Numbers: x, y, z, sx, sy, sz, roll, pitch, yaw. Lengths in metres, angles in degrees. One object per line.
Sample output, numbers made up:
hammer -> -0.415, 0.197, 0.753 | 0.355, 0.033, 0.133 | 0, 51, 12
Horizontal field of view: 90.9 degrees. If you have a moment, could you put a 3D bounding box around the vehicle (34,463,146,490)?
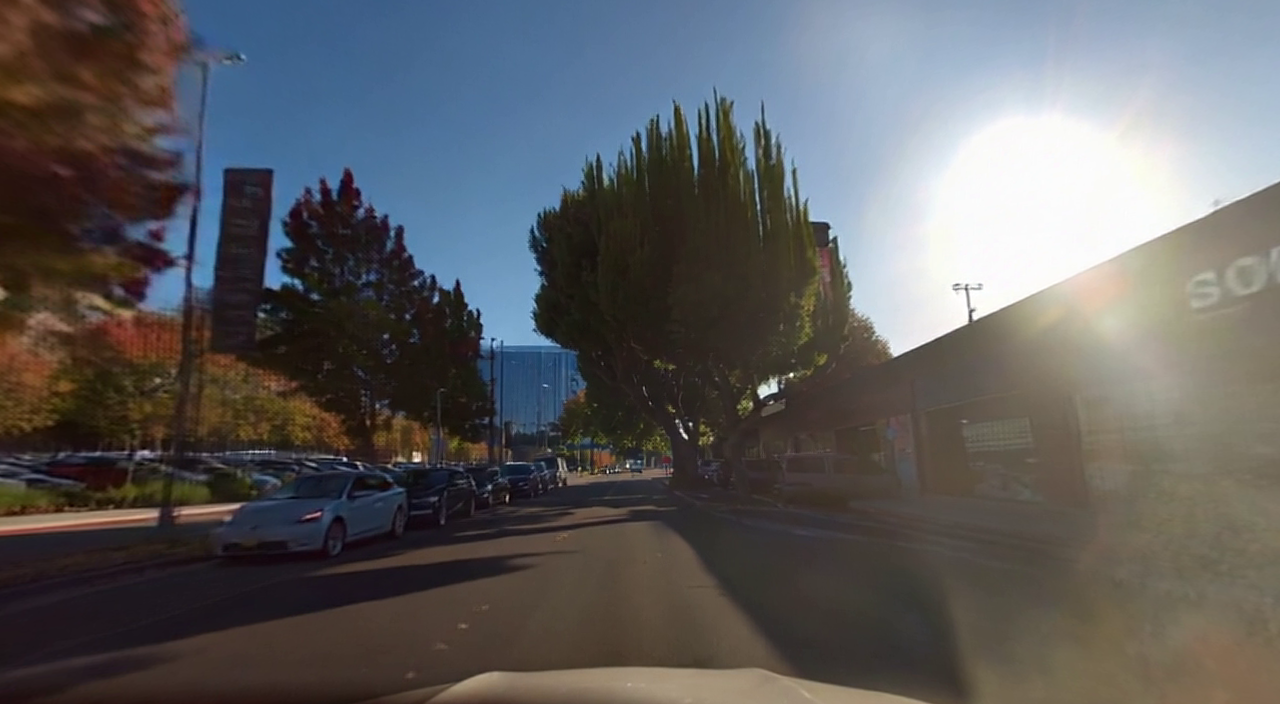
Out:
vehicle -> -31.639, 7.175, 36.357 | 4.471, 1.462, 1.974 | 1, -11, -1

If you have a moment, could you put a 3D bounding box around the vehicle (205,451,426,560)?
vehicle -> -5.764, 2.786, 11.982 | 1.832, 1.623, 4.424 | 1, -11, 0

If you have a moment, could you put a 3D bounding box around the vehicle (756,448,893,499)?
vehicle -> 6.415, 4.278, 22.249 | 4.193, 1.665, 1.924 | 1, -11, -2
